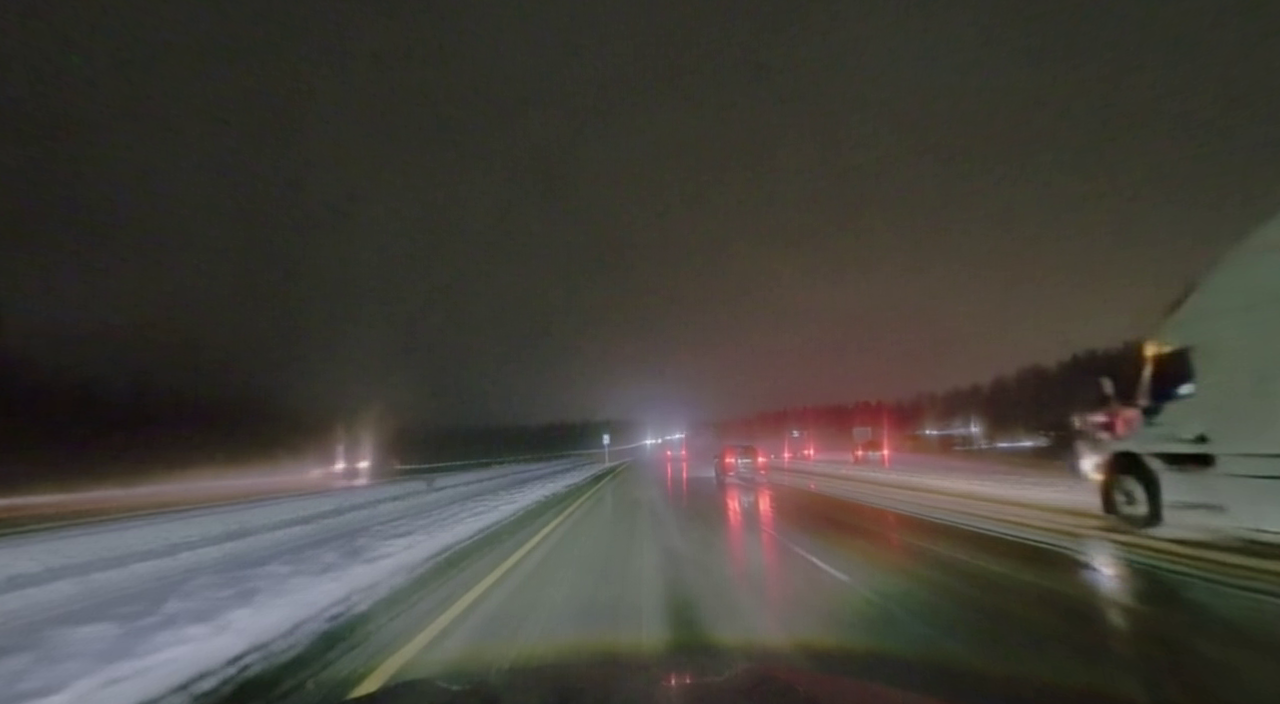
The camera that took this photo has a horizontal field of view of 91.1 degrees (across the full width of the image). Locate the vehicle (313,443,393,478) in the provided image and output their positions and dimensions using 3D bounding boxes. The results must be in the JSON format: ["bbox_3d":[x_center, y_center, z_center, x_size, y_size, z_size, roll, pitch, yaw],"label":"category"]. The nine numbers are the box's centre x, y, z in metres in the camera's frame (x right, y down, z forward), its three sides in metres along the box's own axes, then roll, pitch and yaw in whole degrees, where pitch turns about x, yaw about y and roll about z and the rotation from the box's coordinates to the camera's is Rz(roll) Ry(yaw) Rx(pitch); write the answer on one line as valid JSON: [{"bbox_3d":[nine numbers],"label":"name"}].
[{"bbox_3d":[-15.057,5.712,33.299,2.062,1.666,4.521,-1,-9,1],"label":"vehicle"}]

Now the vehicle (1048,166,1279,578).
[{"bbox_3d":[7.736,0.279,6.754,2.935,3.986,5.201,0,-9,0],"label":"vehicle"}]

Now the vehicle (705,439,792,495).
[{"bbox_3d":[3.322,3.605,20.004,2.024,1.579,3.707,0,-9,-1],"label":"vehicle"}]
